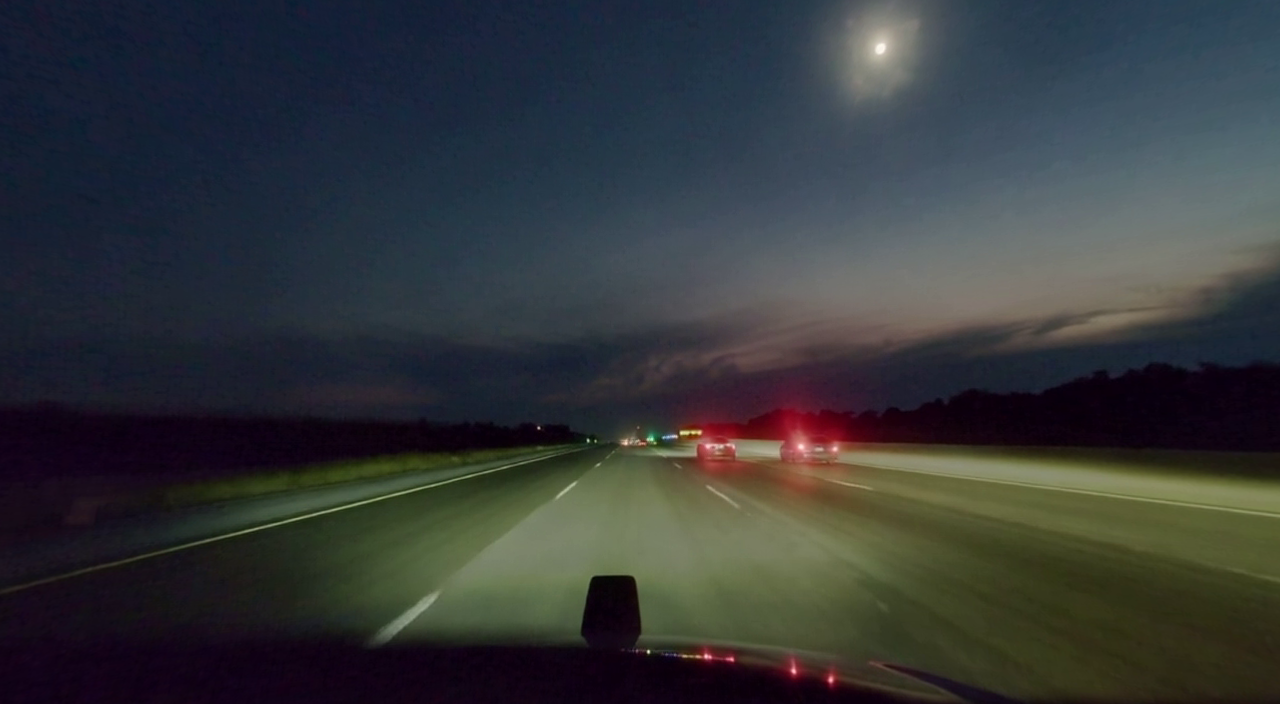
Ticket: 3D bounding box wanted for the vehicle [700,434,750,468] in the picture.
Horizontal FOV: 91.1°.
[{"bbox_3d":[4.025,4.711,30.258,1.802,1.492,3.804,0,-8,-1],"label":"vehicle"}]
